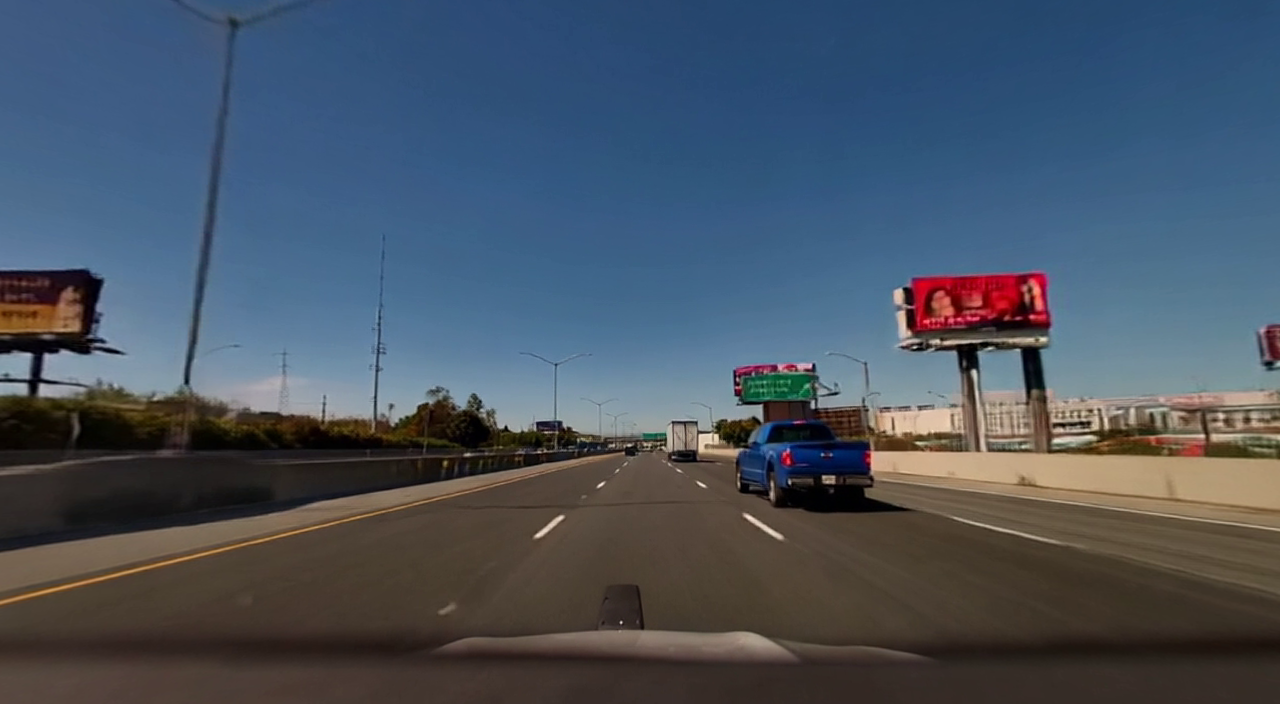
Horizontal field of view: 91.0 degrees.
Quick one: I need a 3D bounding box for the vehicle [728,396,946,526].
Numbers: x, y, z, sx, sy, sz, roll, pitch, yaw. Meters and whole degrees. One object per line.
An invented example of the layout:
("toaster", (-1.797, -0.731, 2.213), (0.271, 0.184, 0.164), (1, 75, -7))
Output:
("vehicle", (3.733, 2.305, 13.743), (2.740, 2.157, 6.300), (0, -9, 0))
